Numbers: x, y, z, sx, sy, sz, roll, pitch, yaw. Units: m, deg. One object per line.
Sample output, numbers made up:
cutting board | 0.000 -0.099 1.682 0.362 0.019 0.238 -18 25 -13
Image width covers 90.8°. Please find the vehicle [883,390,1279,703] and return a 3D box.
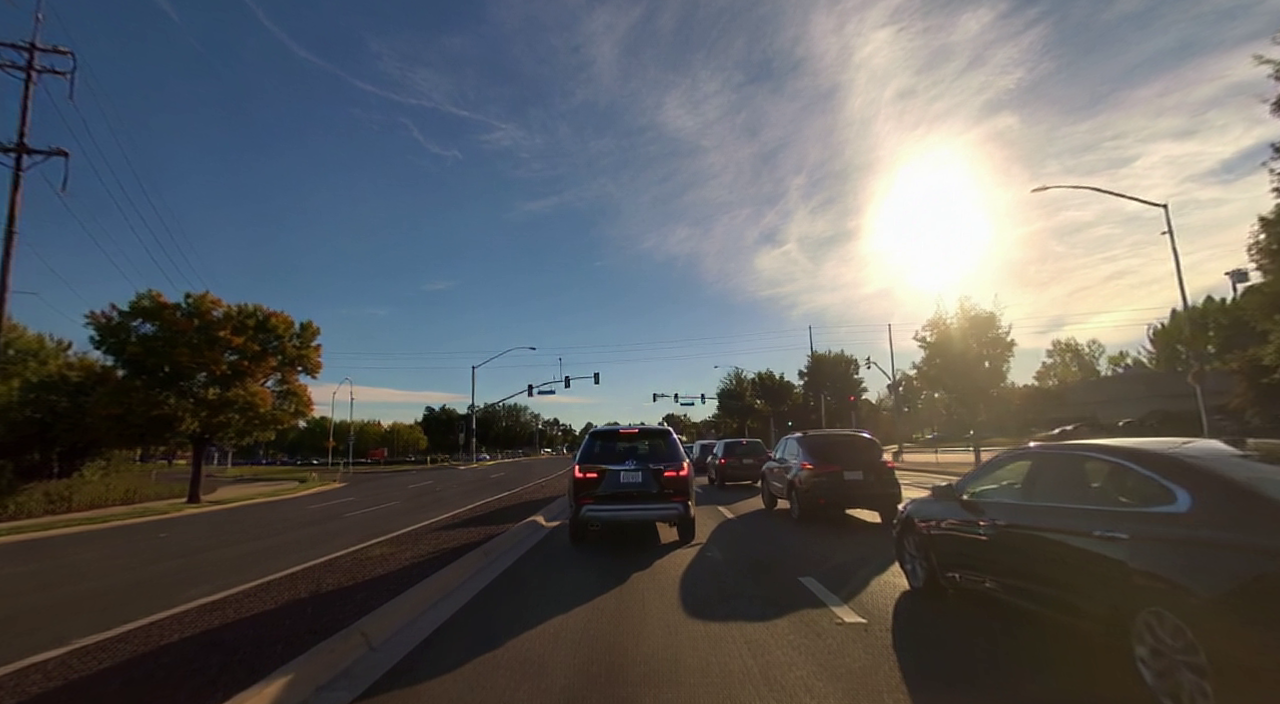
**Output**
vehicle | 3.308 1.079 3.657 1.984 1.462 4.513 0 -9 0

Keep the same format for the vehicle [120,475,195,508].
vehicle | -26.217 7.537 34.315 3.826 1.522 1.741 -5 -9 30

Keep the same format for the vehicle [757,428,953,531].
vehicle | 3.538 2.190 11.444 1.952 1.477 4.417 0 -9 -1

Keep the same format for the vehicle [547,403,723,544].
vehicle | -0.114 1.908 10.470 2.300 1.821 4.254 0 -9 -1
